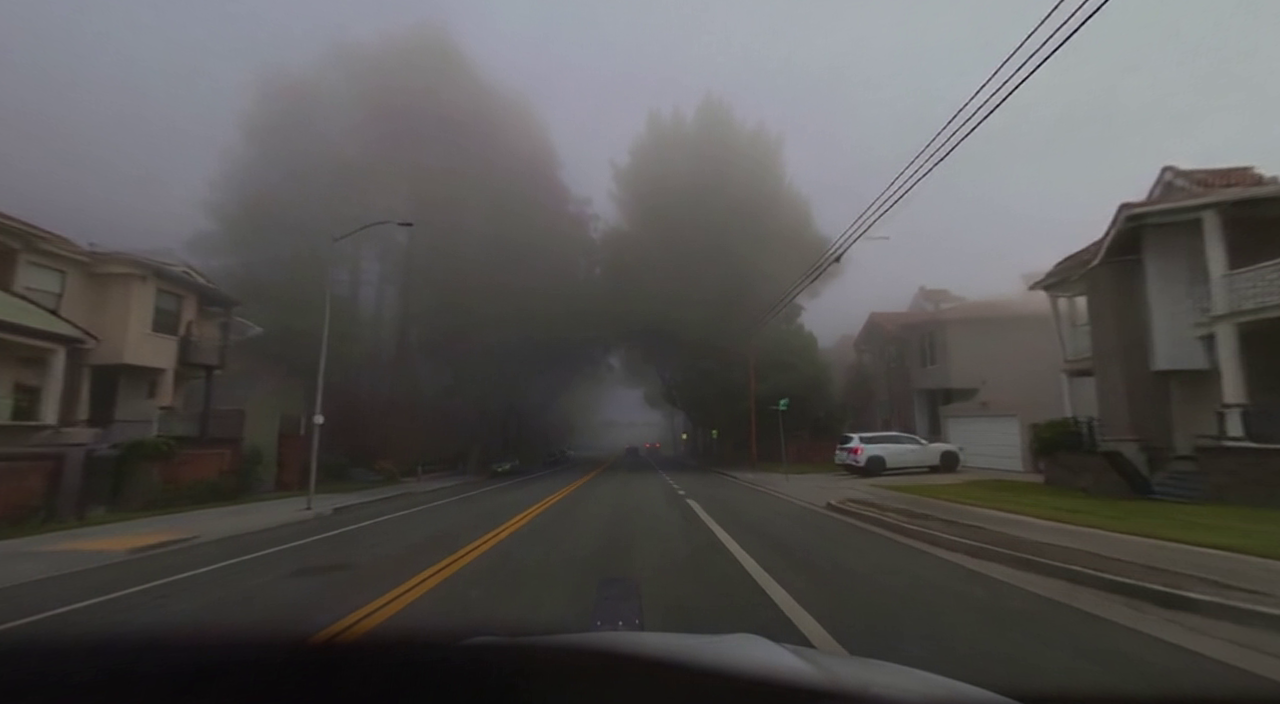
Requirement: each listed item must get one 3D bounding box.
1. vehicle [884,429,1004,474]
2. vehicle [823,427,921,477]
[{"bbox_3d":[11.948,3.965,25.308,2.181,1.530,4.867,-2,-9,-3],"label":"vehicle"},{"bbox_3d":[9.186,4.032,25.541,2.121,1.785,4.693,0,-9,-1],"label":"vehicle"}]
